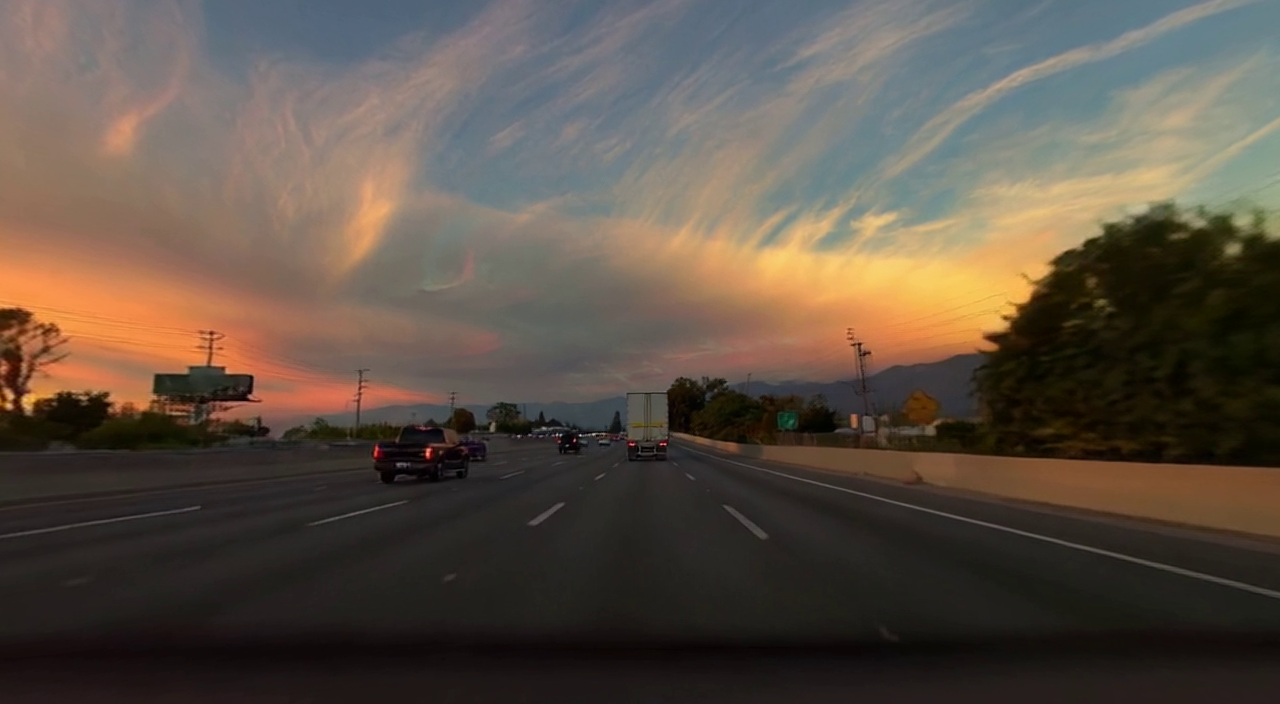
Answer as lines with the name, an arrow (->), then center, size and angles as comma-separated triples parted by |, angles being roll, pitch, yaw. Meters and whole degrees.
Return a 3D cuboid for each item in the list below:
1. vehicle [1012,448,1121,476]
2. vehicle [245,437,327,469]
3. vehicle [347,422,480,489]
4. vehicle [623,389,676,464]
vehicle -> 24.478, 6.298, 36.416 | 1.757, 1.437, 4.897 | 6, -10, -25
vehicle -> -18.013, 5.148, 32.319 | 1.925, 1.483, 3.825 | 0, -8, 1
vehicle -> -6.974, 3.265, 20.191 | 2.197, 1.847, 5.364 | 0, -8, 1
vehicle -> 0.720, 4.857, 39.774 | 2.879, 4.027, 11.243 | 0, -8, 2
